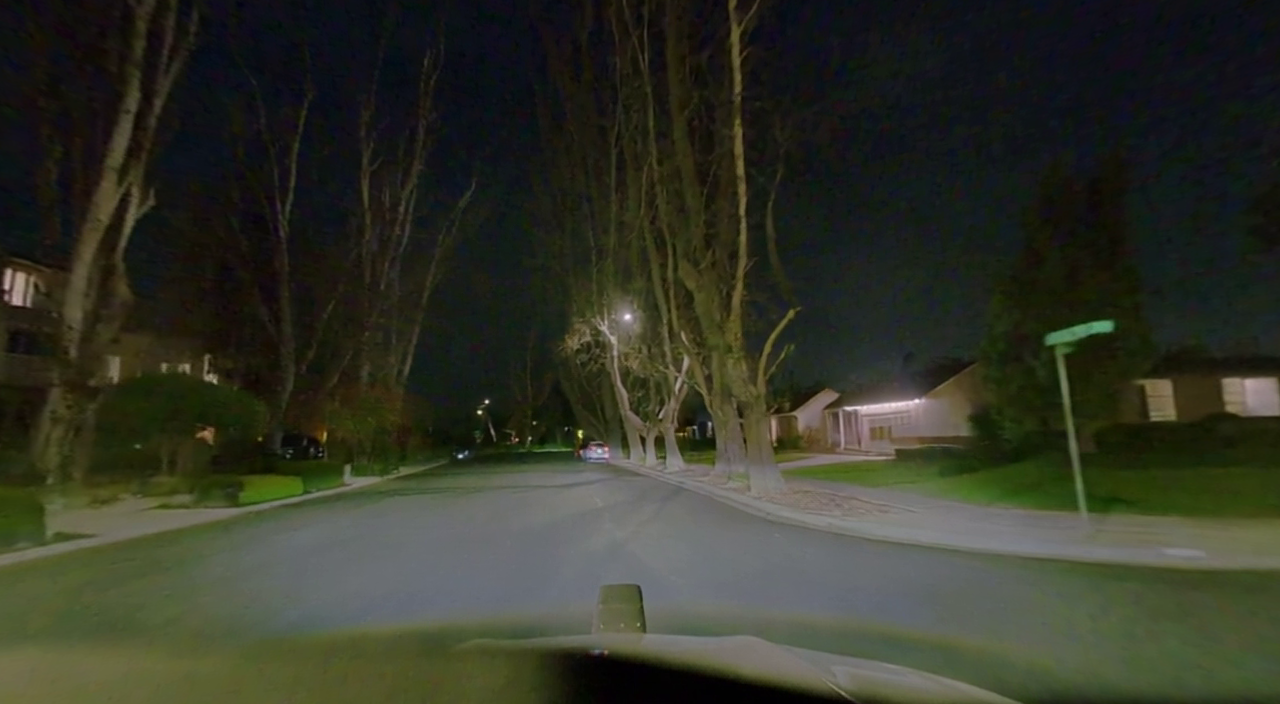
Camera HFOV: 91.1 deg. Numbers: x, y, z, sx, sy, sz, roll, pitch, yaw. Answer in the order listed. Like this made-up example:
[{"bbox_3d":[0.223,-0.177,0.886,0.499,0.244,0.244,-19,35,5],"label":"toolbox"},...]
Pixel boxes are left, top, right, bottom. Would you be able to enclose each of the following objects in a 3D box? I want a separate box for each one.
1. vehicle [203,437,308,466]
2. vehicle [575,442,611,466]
[{"bbox_3d":[-20.806,5.370,34.122,4.344,1.483,1.928,0,-8,-4],"label":"vehicle"},{"bbox_3d":[-3.153,6.673,41.430,2.088,1.429,4.796,1,-8,-7],"label":"vehicle"}]
